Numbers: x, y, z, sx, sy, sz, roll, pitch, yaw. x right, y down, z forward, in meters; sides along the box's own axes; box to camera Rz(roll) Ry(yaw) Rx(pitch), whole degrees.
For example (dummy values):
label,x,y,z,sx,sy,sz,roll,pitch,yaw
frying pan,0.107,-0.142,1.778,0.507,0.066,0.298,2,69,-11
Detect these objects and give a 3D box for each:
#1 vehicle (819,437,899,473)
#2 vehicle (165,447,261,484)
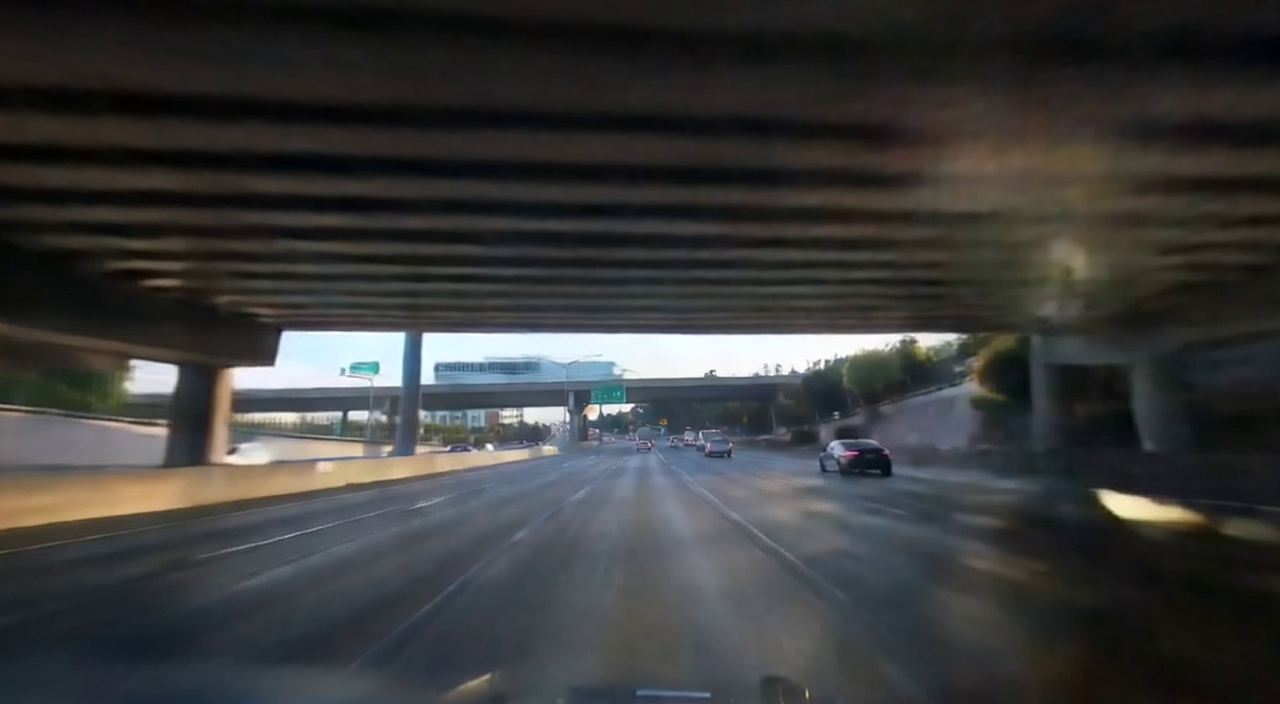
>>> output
label,x,y,z,sx,sy,sz,roll,pitch,yaw
vehicle,10.021,4.740,29.306,2.000,1.514,4.585,0,-8,-1
vehicle,-27.481,7.273,40.900,2.326,2.112,5.658,-3,-9,0
